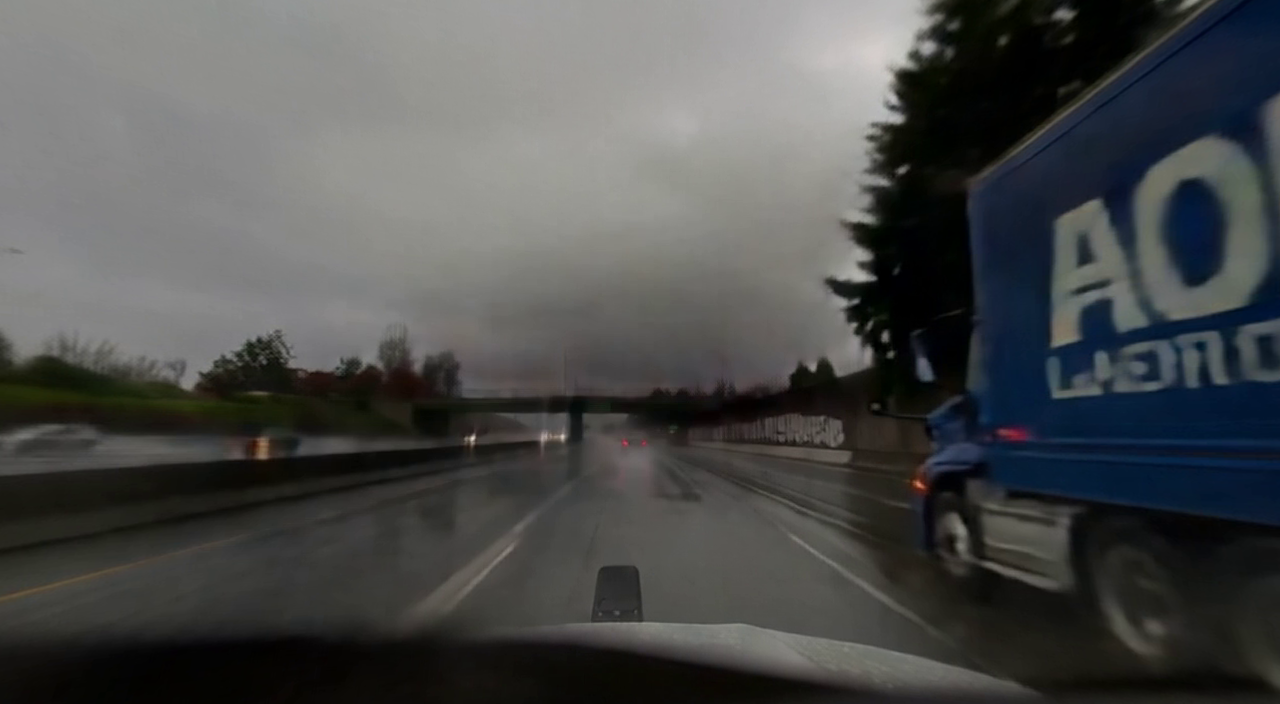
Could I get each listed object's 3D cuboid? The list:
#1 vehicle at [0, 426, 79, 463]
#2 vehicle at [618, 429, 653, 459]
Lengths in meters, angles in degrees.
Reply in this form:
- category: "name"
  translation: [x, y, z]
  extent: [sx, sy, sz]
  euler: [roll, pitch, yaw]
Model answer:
- category: "vehicle"
  translation: [-26.174, 3.860, 26.370]
  extent: [1.717, 1.460, 3.939]
  euler: [0, -8, -1]
- category: "vehicle"
  translation: [-0.349, 6.213, 42.553]
  extent: [2.277, 1.913, 4.510]
  euler: [0, -8, -2]
